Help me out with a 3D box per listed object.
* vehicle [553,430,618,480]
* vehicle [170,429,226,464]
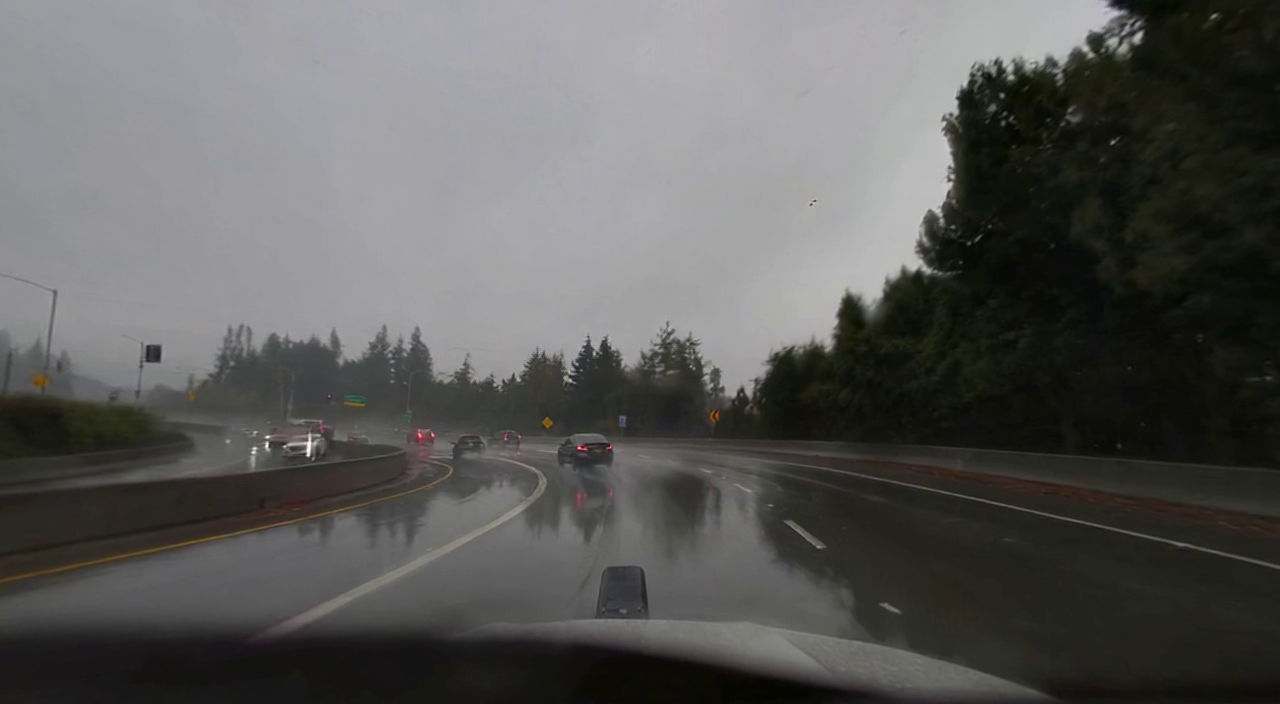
[{"bbox_3d":[-2.213,3.933,24.359,2.140,1.724,4.304,1,-9,-10],"label":"vehicle"},{"bbox_3d":[-26.139,5.573,37.235,2.239,1.922,5.001,7,-11,-38],"label":"vehicle"}]
